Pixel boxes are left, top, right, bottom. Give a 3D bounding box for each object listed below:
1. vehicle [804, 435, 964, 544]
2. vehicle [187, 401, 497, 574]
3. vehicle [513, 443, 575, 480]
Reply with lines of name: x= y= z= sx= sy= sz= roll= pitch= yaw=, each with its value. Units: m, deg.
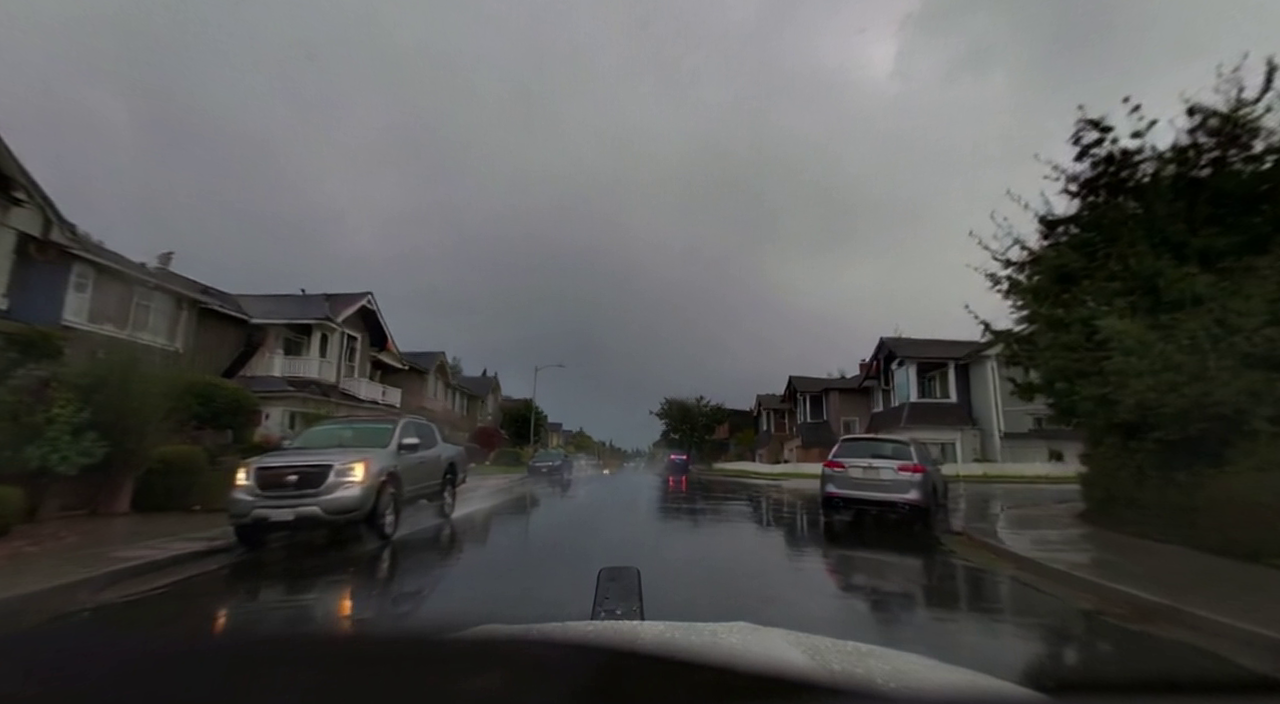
vehicle: x=4.692 y=2.330 z=11.624 sx=2.139 sy=1.533 sz=4.676 roll=-3 pitch=-9 yaw=28
vehicle: x=-4.105 y=1.793 z=10.147 sx=2.131 sy=1.851 sz=5.650 roll=1 pitch=-4 yaw=2
vehicle: x=-4.375 y=5.071 z=29.392 sx=2.080 sy=1.471 sz=4.638 roll=2 pitch=-9 yaw=1
